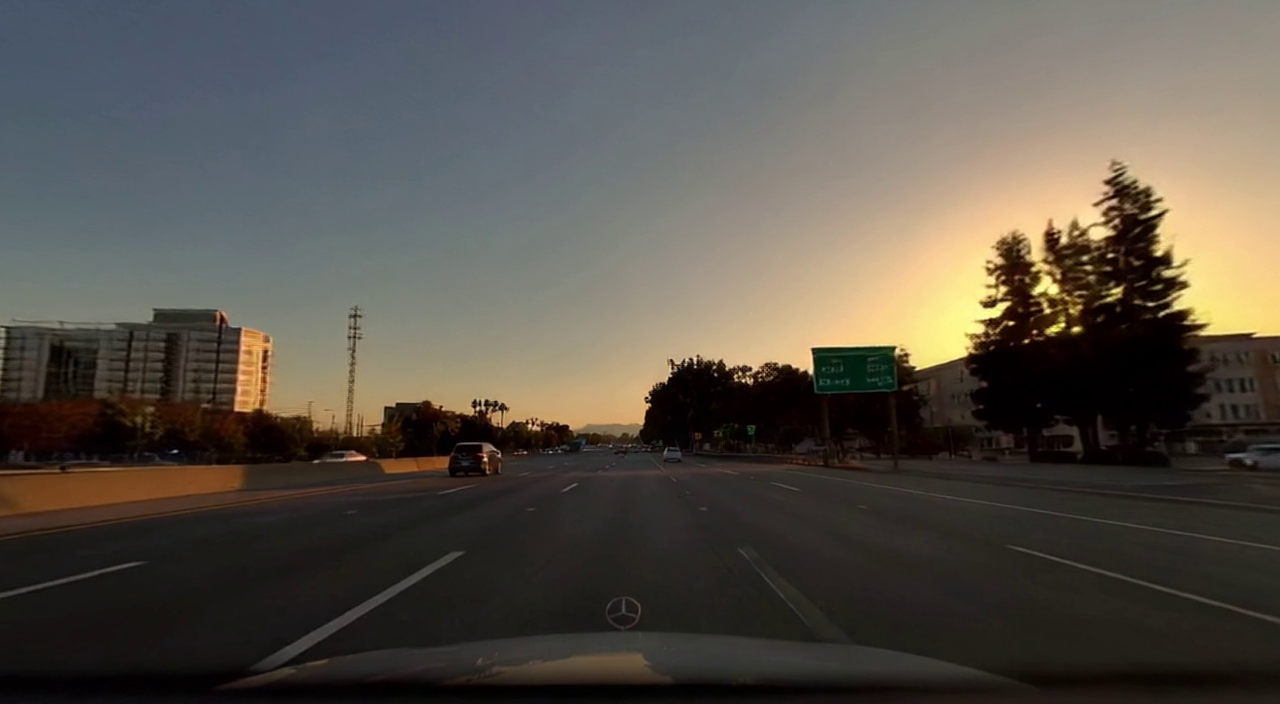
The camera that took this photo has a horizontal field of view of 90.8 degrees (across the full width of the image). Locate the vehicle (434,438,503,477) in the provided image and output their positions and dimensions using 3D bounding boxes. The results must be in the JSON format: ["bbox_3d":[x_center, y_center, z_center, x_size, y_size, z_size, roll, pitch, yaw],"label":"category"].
[{"bbox_3d":[-8.077,4.986,30.141,2.089,1.724,4.327,0,-9,0],"label":"vehicle"}]

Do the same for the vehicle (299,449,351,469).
[{"bbox_3d":[-24.791,8.408,49.917,1.786,1.482,4.453,0,-8,0],"label":"vehicle"}]
